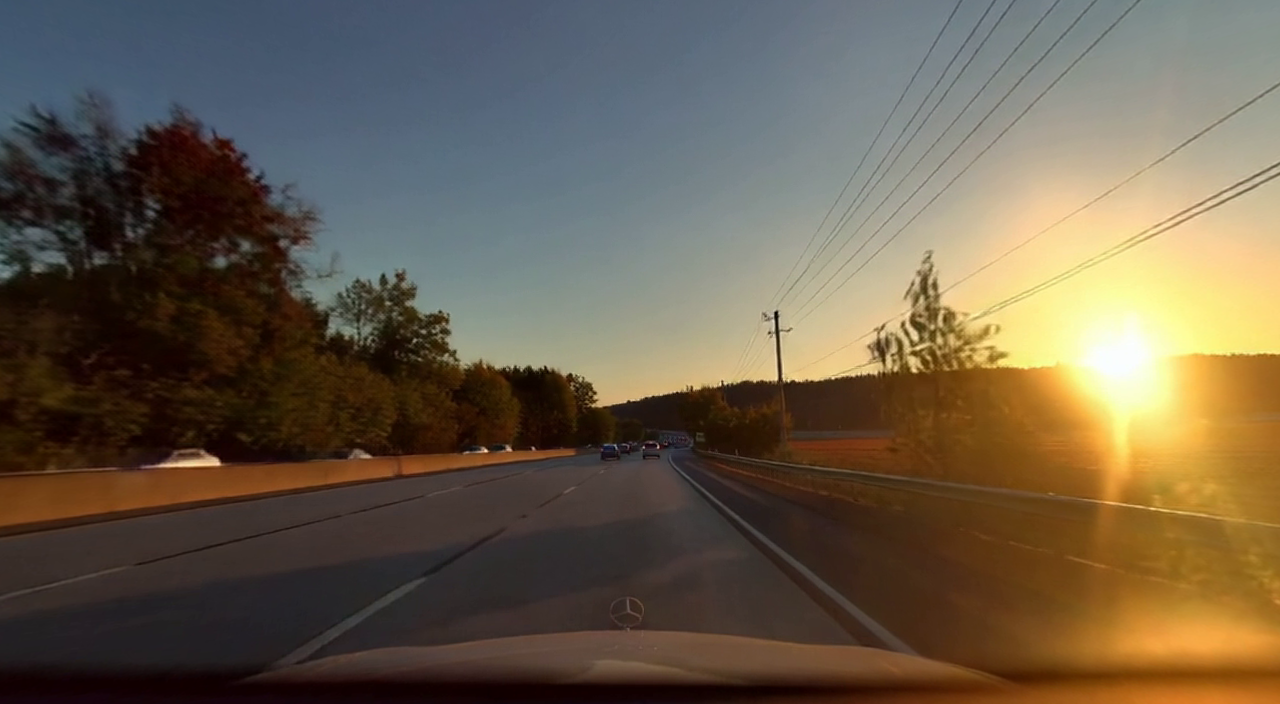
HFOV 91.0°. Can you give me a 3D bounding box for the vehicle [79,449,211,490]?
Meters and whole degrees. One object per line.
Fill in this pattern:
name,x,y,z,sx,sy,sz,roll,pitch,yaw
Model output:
vehicle,-19.782,4.689,25.450,1.847,1.442,4.222,0,-8,1
